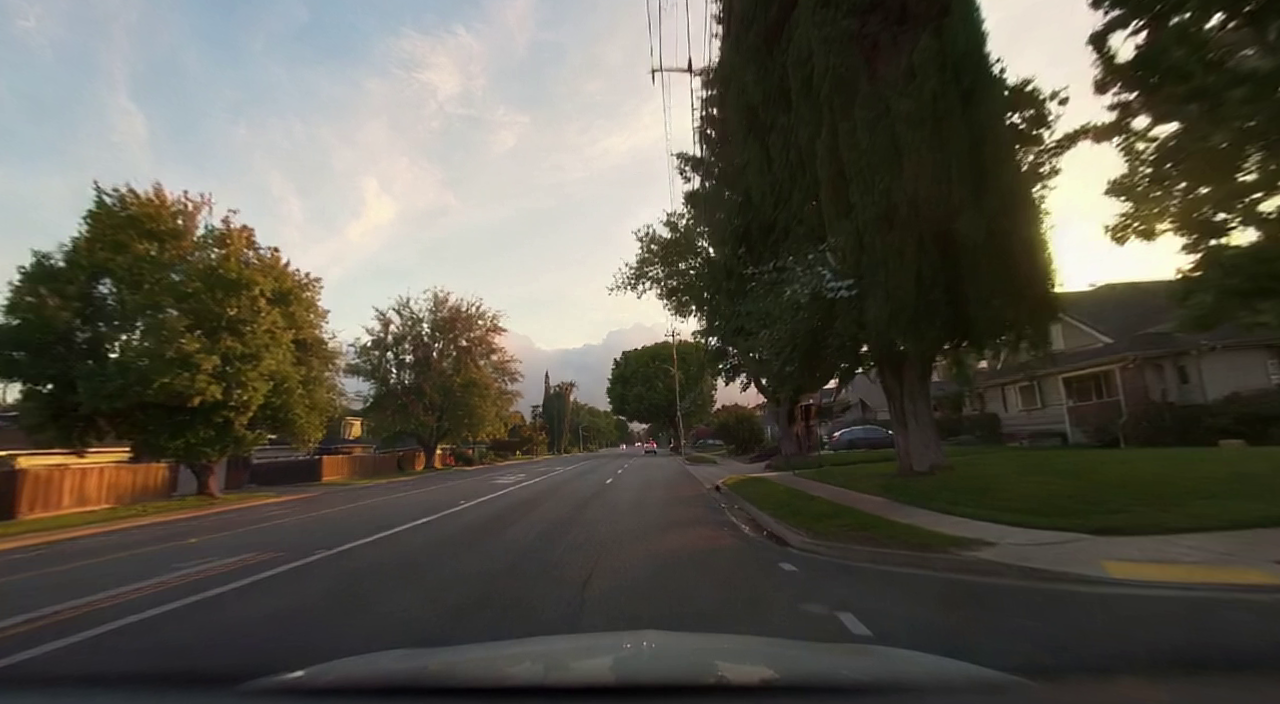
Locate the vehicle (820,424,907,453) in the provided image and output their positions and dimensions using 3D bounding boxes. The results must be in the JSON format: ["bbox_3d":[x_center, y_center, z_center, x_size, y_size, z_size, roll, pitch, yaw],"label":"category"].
[{"bbox_3d":[11.847,4.629,33.616,3.992,1.486,1.727,0,-9,1],"label":"vehicle"}]
